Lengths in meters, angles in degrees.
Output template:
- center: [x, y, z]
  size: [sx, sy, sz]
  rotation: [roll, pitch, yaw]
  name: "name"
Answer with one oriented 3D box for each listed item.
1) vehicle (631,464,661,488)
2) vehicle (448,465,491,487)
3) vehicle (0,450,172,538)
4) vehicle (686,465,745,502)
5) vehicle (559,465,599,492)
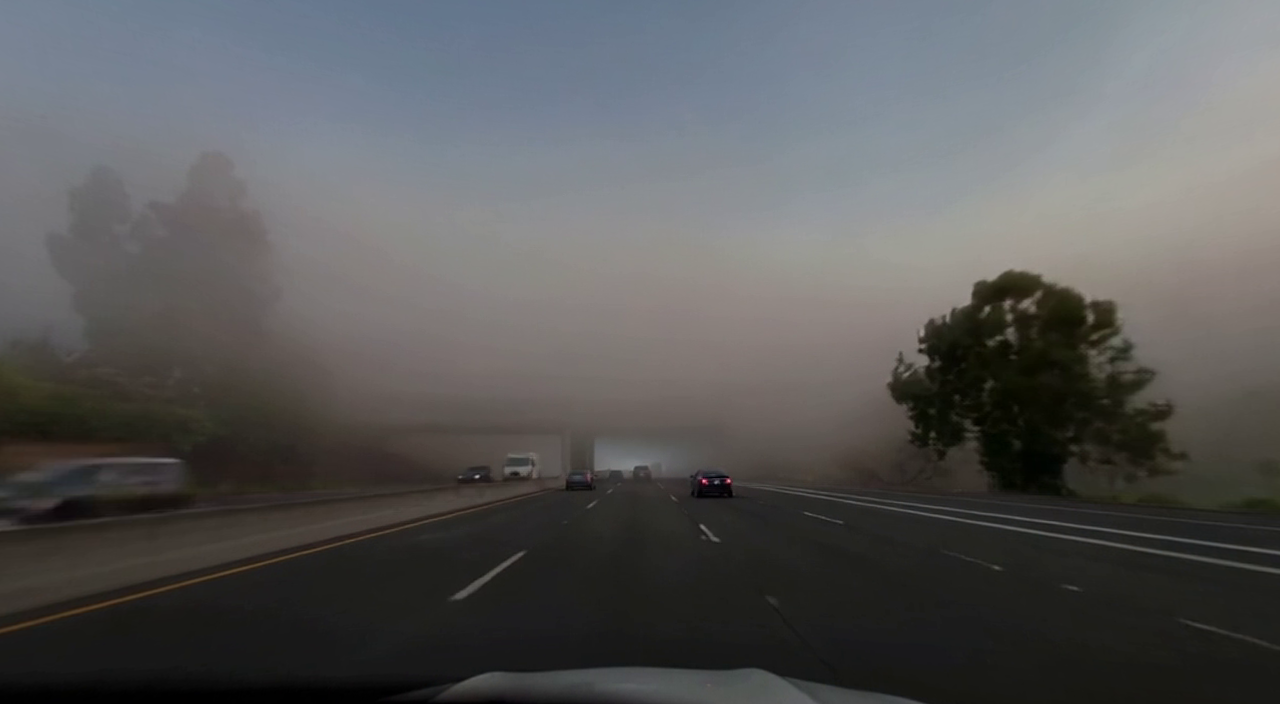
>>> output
- center: [0.431, 9.432, 48.043]
  size: [2.181, 1.698, 4.056]
  rotation: [1, -10, 0]
  name: "vehicle"
- center: [-13.437, 9.803, 49.762]
  size: [2.033, 1.615, 4.542]
  rotation: [1, -10, 1]
  name: "vehicle"
- center: [-13.275, 3.109, 14.139]
  size: [1.934, 1.661, 4.526]
  rotation: [1, -10, 0]
  name: "vehicle"
- center: [3.362, 6.001, 28.959]
  size: [2.092, 1.518, 4.348]
  rotation: [1, -10, -1]
  name: "vehicle"
- center: [-3.652, 7.672, 38.246]
  size: [1.975, 1.486, 3.903]
  rotation: [1, -10, 0]
  name: "vehicle"
